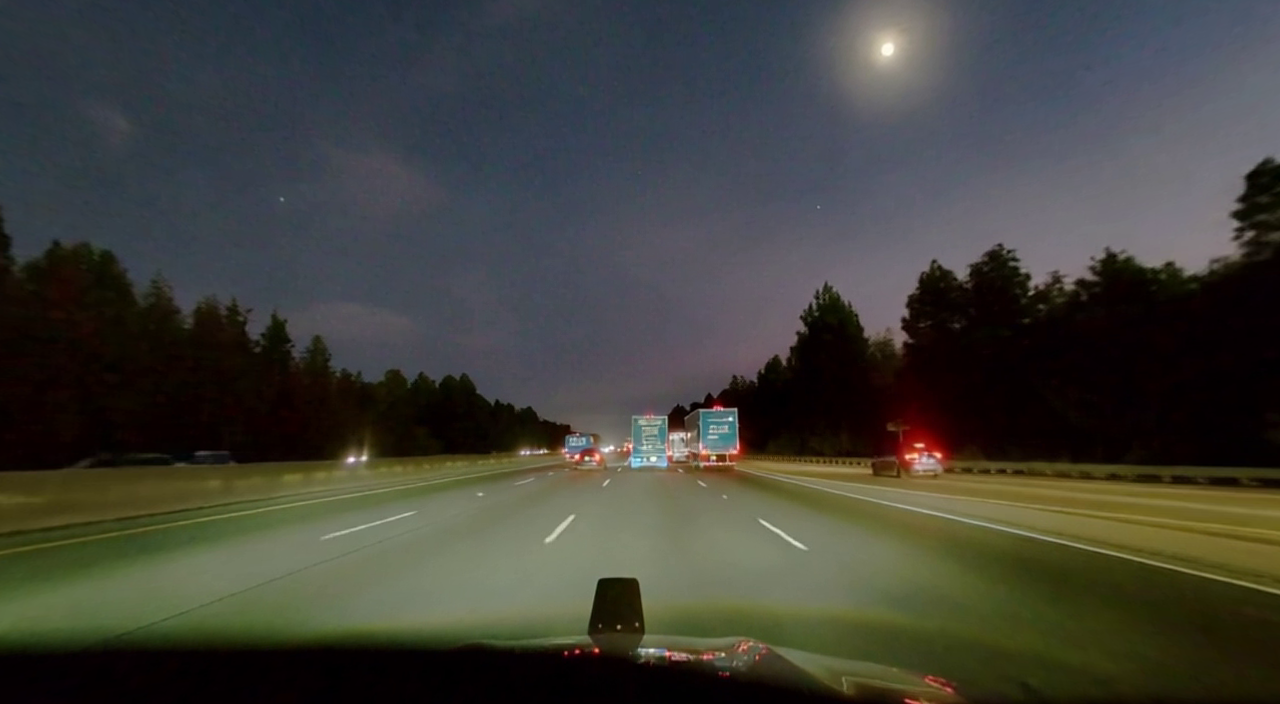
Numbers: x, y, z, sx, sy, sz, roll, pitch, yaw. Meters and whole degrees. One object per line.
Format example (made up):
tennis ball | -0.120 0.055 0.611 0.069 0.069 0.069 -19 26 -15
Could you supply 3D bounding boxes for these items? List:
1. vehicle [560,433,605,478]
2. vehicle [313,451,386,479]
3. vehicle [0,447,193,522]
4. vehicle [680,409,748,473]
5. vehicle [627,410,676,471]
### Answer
vehicle | -2.975 5.462 33.428 2.033 2.234 3.490 0 -9 0
vehicle | -16.449 6.405 36.010 1.899 1.503 4.577 0 -9 1
vehicle | -13.263 3.018 14.972 1.901 1.465 4.583 0 -9 1
vehicle | 5.184 6.808 47.626 3.319 4.075 14.516 0 -9 0
vehicle | 0.745 6.724 47.296 3.201 4.019 10.918 0 -9 0
